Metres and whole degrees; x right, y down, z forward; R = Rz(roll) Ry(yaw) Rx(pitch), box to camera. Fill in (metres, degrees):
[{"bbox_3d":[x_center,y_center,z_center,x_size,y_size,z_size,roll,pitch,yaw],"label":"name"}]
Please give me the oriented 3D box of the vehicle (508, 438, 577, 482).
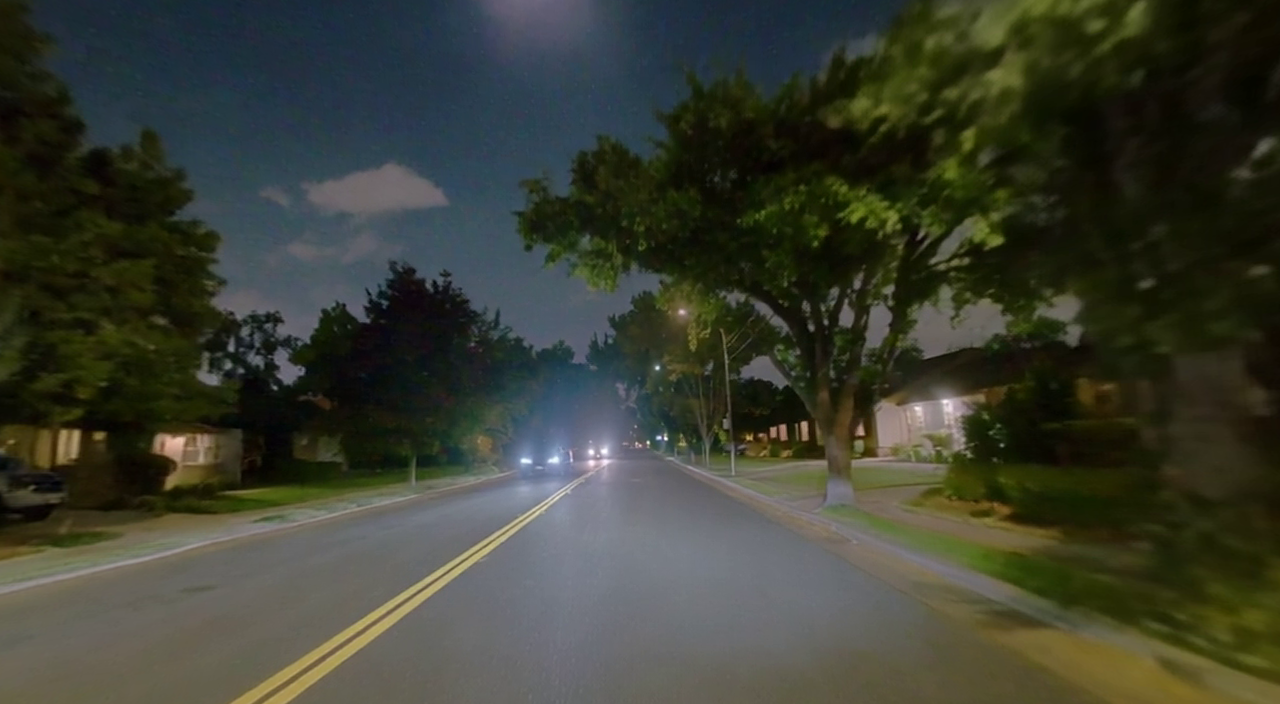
[{"bbox_3d":[-4.392,4.953,29.463,2.303,1.813,5.660,-1,-8,0],"label":"vehicle"}]
